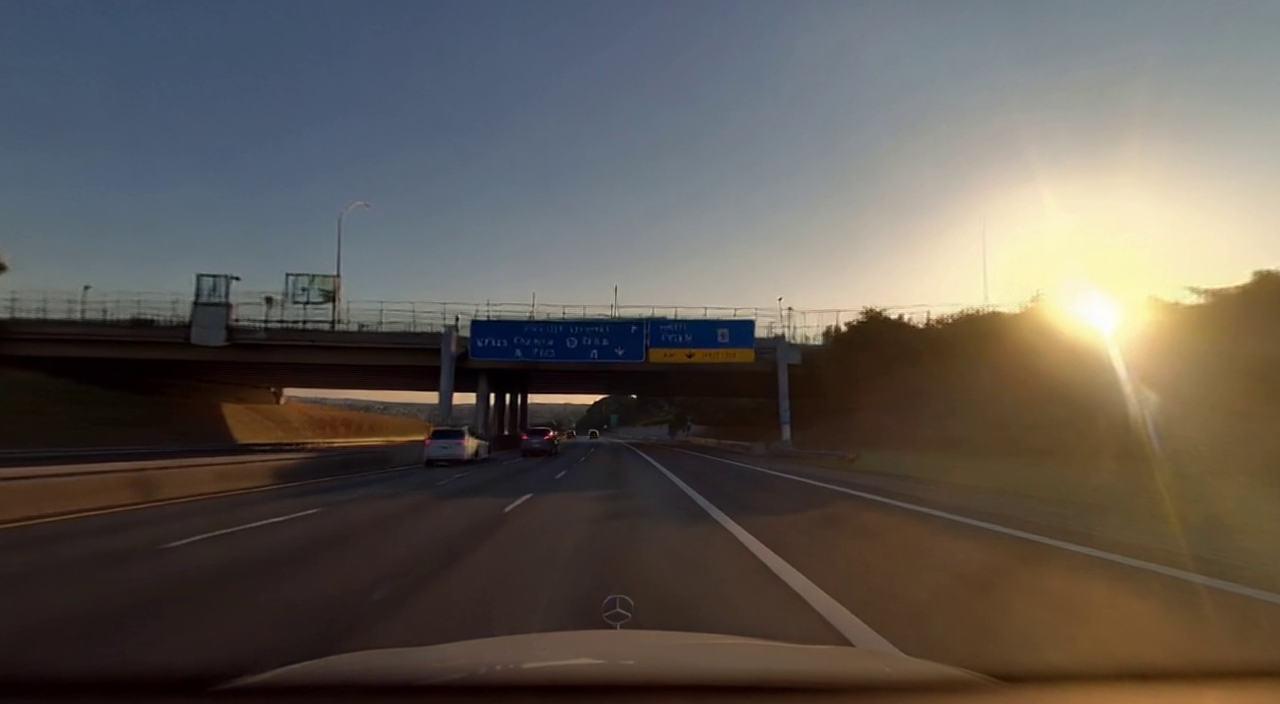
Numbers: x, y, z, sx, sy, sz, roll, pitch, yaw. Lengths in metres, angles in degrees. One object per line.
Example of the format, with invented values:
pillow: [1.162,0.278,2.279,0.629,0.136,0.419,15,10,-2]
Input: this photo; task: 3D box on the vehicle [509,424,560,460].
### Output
vehicle: [-5.374,4.612,32.521,2.007,1.727,4.040,0,-8,-1]

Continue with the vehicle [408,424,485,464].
vehicle: [-8.725,4.209,28.813,2.148,1.635,4.670,1,-8,-1]
